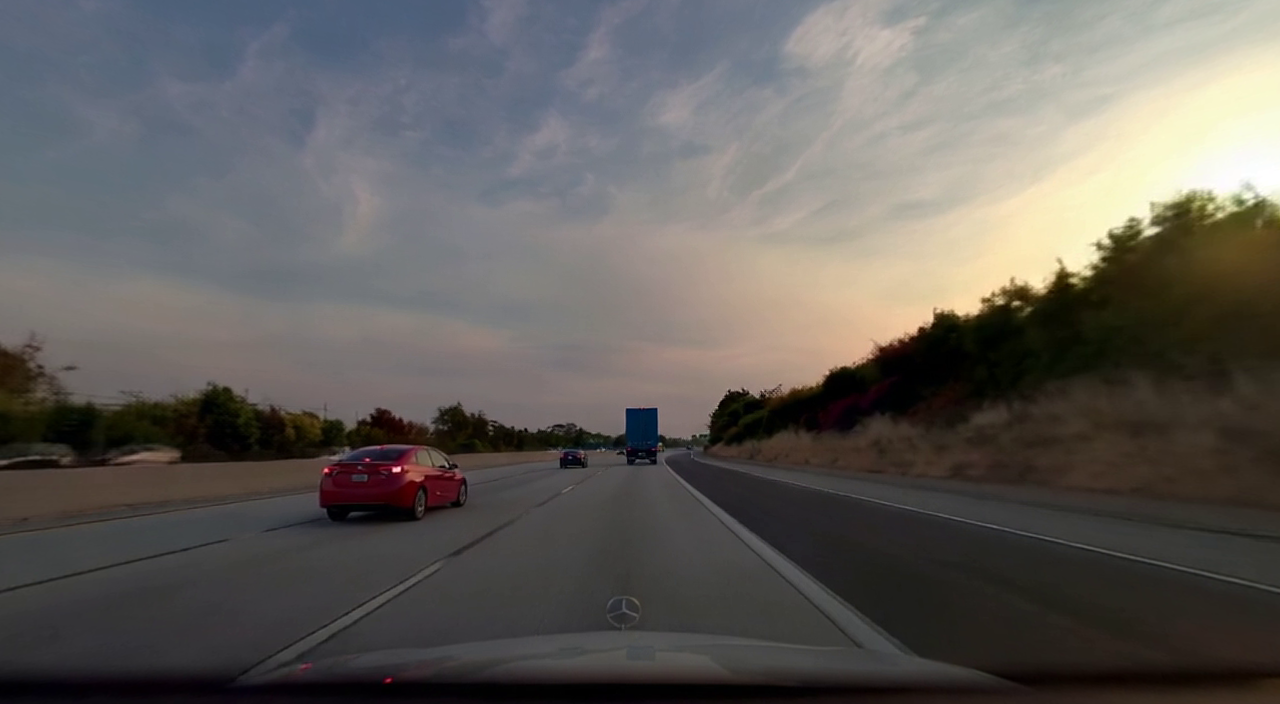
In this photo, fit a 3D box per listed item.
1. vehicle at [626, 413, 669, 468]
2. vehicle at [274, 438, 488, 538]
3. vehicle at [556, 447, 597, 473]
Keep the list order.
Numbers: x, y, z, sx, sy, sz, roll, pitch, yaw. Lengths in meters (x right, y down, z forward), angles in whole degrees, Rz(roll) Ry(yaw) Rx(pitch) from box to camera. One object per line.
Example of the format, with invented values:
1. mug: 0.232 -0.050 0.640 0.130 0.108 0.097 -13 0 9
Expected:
1. vehicle: 0.461 6.597 46.628 2.893 3.628 9.081 0 -9 0
2. vehicle: -4.384 2.358 11.603 2.010 1.461 4.391 0 -9 1
3. vehicle: -3.768 6.494 38.143 1.981 1.435 4.199 0 -9 1
